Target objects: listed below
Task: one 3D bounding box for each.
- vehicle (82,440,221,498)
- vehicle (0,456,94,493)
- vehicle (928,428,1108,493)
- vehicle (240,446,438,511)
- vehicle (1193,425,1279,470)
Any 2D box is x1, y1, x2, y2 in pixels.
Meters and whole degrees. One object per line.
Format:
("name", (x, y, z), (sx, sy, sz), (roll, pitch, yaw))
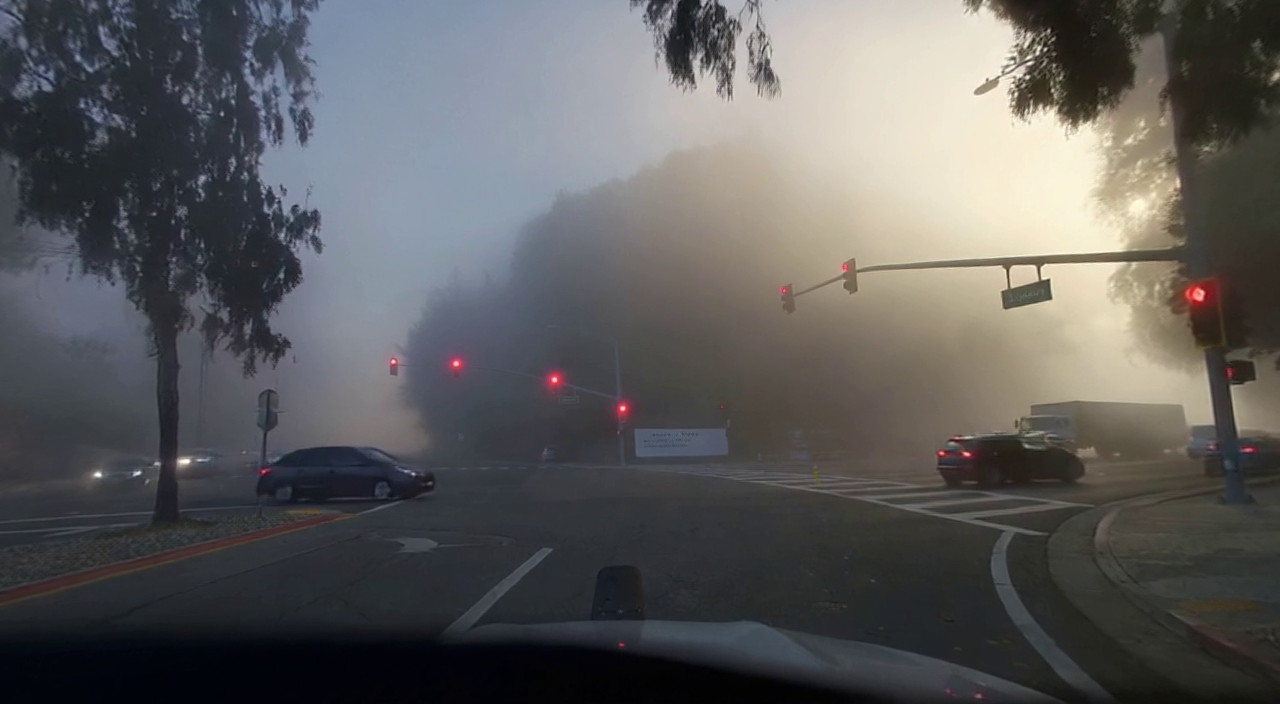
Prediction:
("vehicle", (-18.691, 4.454, 24.640), (2.358, 1.937, 5.896), (3, -9, -18))
("vehicle", (-31.182, 6.267, 32.646), (2.142, 1.723, 4.692), (1, -9, -9))
("vehicle", (10.497, 2.988, 17.612), (4.281, 1.621, 1.903), (3, -9, -20))
("vehicle", (-7.811, 3.191, 16.389), (4.728, 1.471, 1.957), (-4, -9, 24))
("vehicle", (26.371, 4.163, 27.605), (4.619, 1.759, 2.101), (6, -10, -34))
